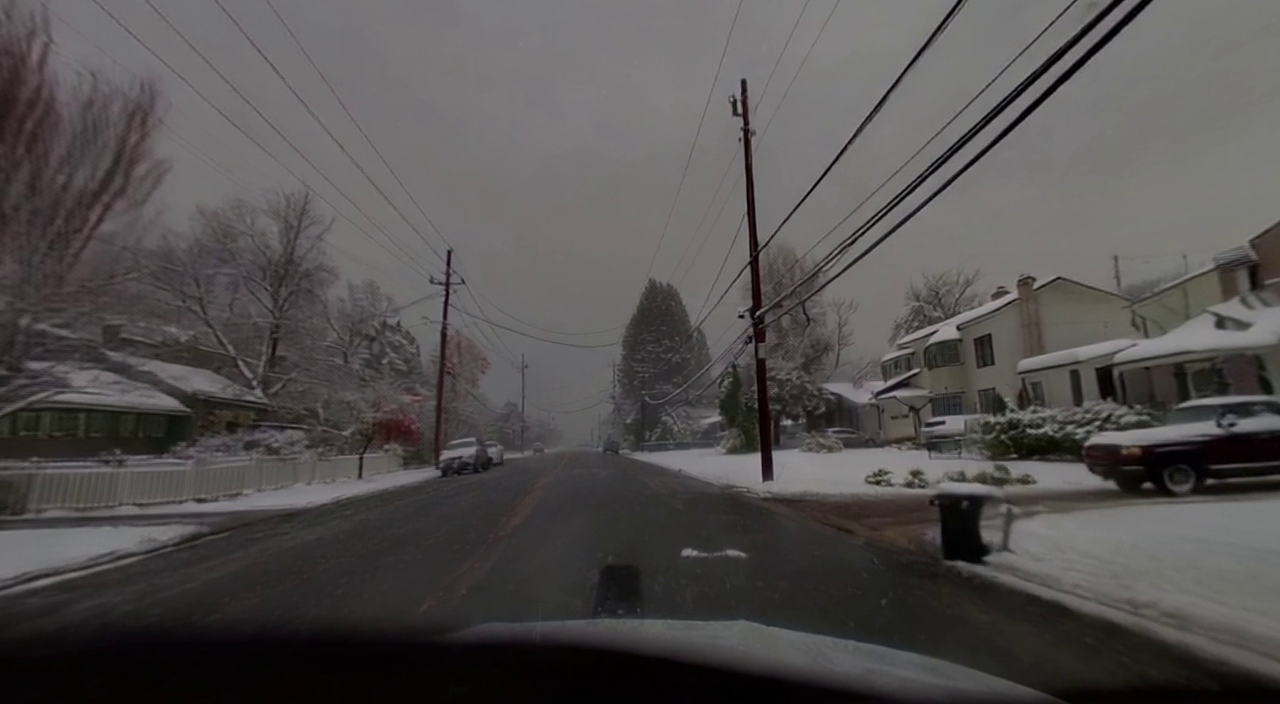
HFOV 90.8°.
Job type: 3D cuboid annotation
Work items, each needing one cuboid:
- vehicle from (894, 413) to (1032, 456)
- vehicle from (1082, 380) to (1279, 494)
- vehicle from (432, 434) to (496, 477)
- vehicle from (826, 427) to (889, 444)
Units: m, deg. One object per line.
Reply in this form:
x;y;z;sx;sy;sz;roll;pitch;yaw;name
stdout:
13.598;3.514;26.776;4.842;1.728;1.875;1;-9;-3;vehicle
10.091;1.426;10.199;4.293;1.657;1.961;0;-11;3;vehicle
-9.082;5.402;33.161;2.240;1.940;5.429;-2;-9;-5;vehicle
14.331;5.527;41.710;3.606;1.094;1.420;1;-9;-3;vehicle
